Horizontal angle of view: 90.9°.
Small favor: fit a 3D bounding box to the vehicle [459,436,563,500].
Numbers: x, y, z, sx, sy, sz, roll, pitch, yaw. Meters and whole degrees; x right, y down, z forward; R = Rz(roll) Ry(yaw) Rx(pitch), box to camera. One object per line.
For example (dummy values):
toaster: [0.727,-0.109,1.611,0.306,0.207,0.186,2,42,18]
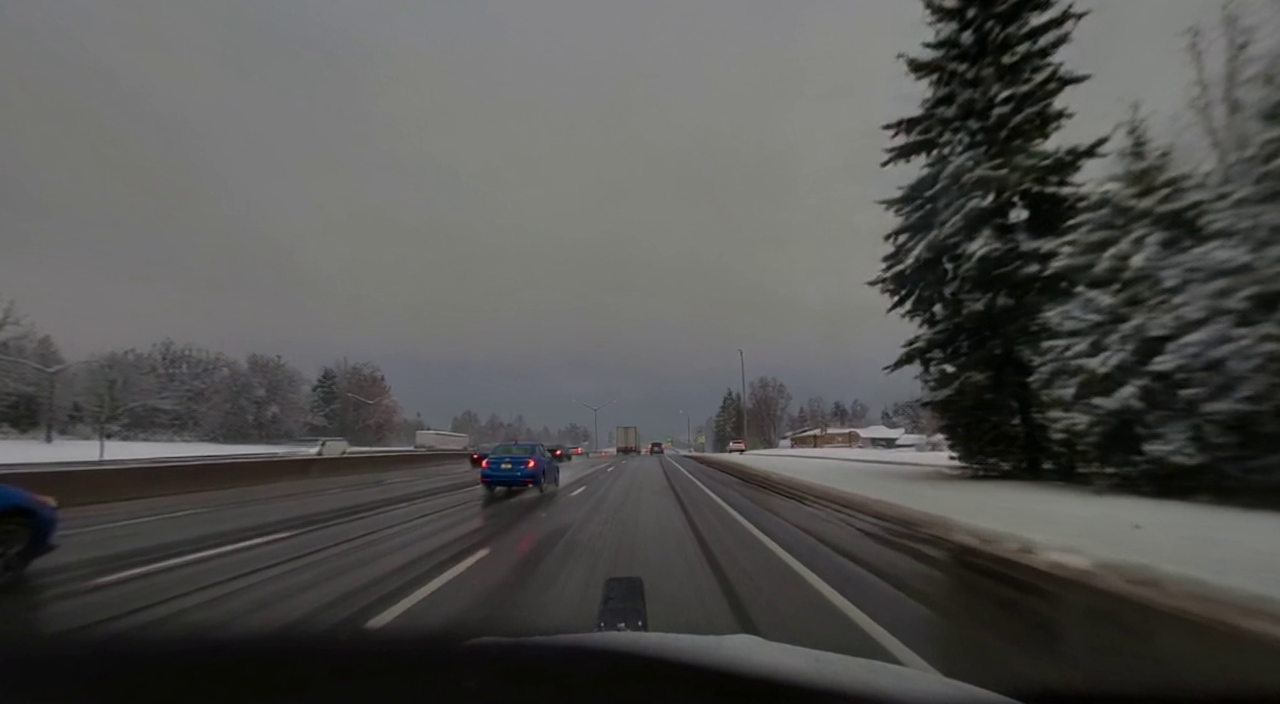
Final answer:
vehicle: [-3.291,3.039,16.897,1.953,1.511,3.704,0,-8,1]
